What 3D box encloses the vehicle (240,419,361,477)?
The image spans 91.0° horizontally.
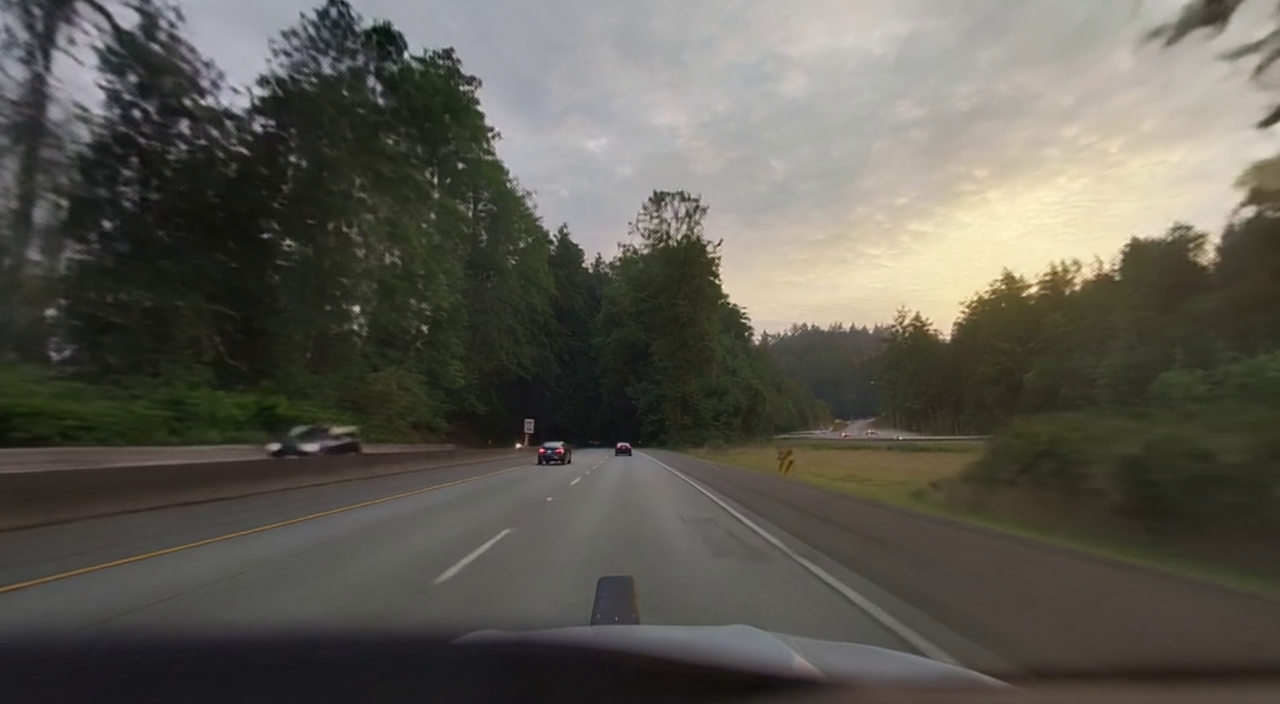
[{"bbox_3d":[-14.243,4.064,26.850,2.491,2.189,4.822,0,-8,0],"label":"vehicle"}]

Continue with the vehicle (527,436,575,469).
[{"bbox_3d":[-4.828,5.511,34.764,2.111,1.645,4.382,0,-8,-1],"label":"vehicle"}]
